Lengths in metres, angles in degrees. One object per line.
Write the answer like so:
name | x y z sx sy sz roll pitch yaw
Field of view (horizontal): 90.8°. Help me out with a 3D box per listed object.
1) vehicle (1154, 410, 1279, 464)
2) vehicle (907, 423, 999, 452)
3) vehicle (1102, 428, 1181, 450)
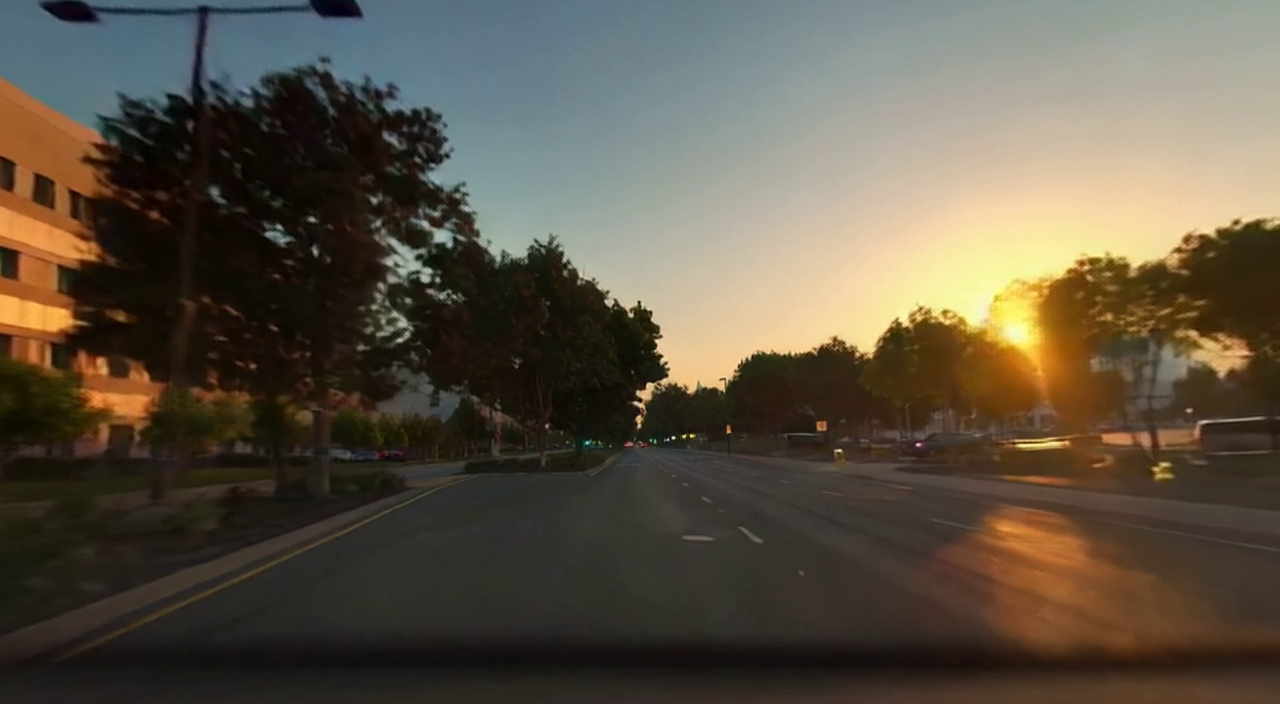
vehicle | 22.933 3.271 24.147 2.133 1.853 5.009 0 -8 -2
vehicle | 20.032 5.493 40.569 4.656 1.752 2.309 0 -8 -4
vehicle | 34.208 5.966 43.151 4.002 1.471 1.720 0 -8 -3
